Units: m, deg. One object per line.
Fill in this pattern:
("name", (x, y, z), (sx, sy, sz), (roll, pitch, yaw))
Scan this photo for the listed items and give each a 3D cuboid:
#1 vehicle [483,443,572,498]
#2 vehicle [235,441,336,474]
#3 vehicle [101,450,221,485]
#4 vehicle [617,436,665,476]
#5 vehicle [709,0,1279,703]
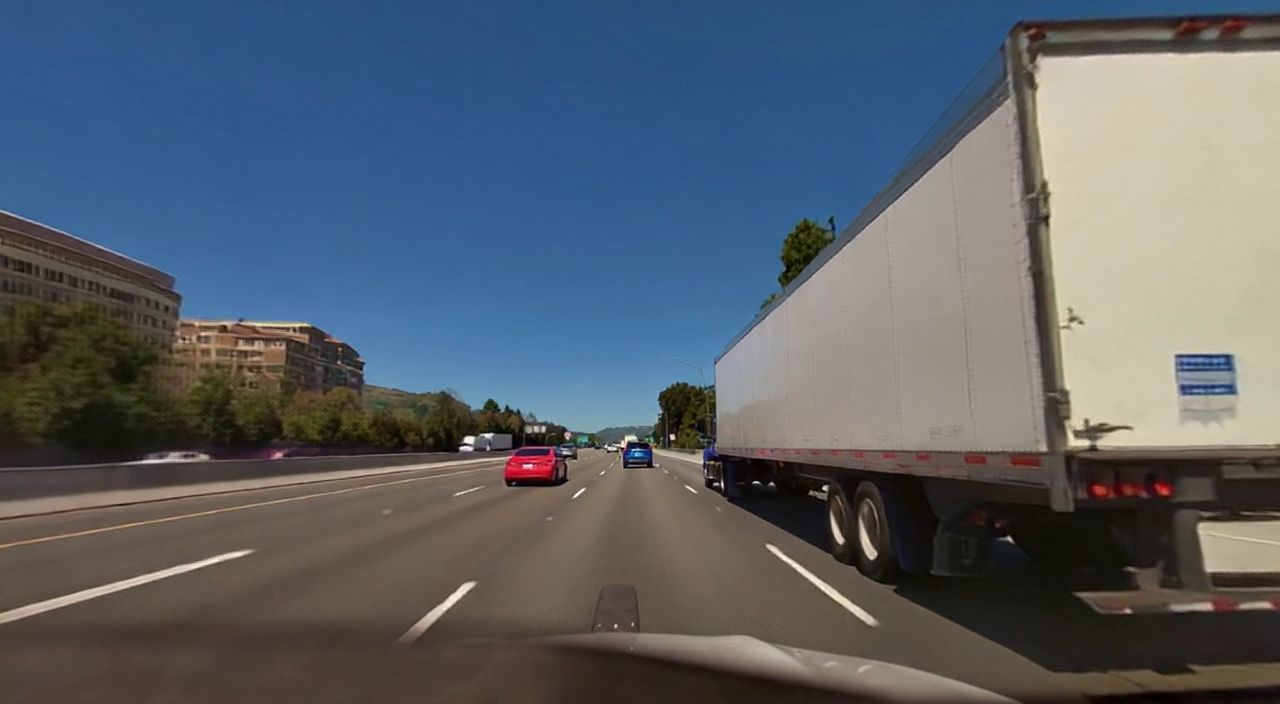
("vehicle", (-3.206, 3.474, 18.907), (1.864, 1.406, 4.544), (0, -9, 0))
("vehicle", (-20.630, 6.166, 37.224), (2.354, 1.744, 6.331), (0, -9, 0))
("vehicle", (-23.301, 5.611, 31.026), (1.977, 1.522, 5.066), (0, -9, -1))
("vehicle", (0.019, 5.083, 31.113), (2.203, 1.805, 4.358), (0, -9, -1))
("vehicle", (3.516, 0.836, 10.481), (2.876, 4.086, 15.117), (0, -9, -1))
